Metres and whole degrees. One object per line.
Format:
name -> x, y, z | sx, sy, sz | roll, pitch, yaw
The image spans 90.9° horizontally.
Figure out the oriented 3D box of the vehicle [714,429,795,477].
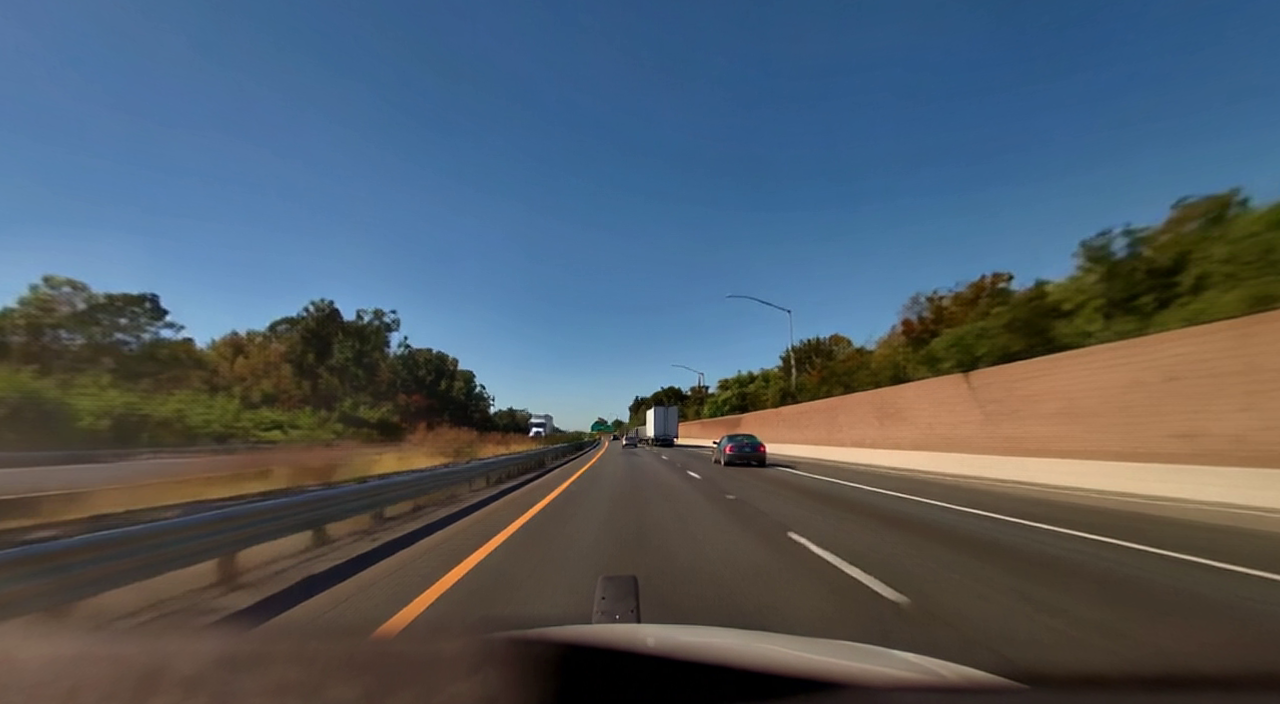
vehicle -> 3.779, 3.393, 21.588 | 1.813, 1.454, 4.197 | 0, -7, -3
